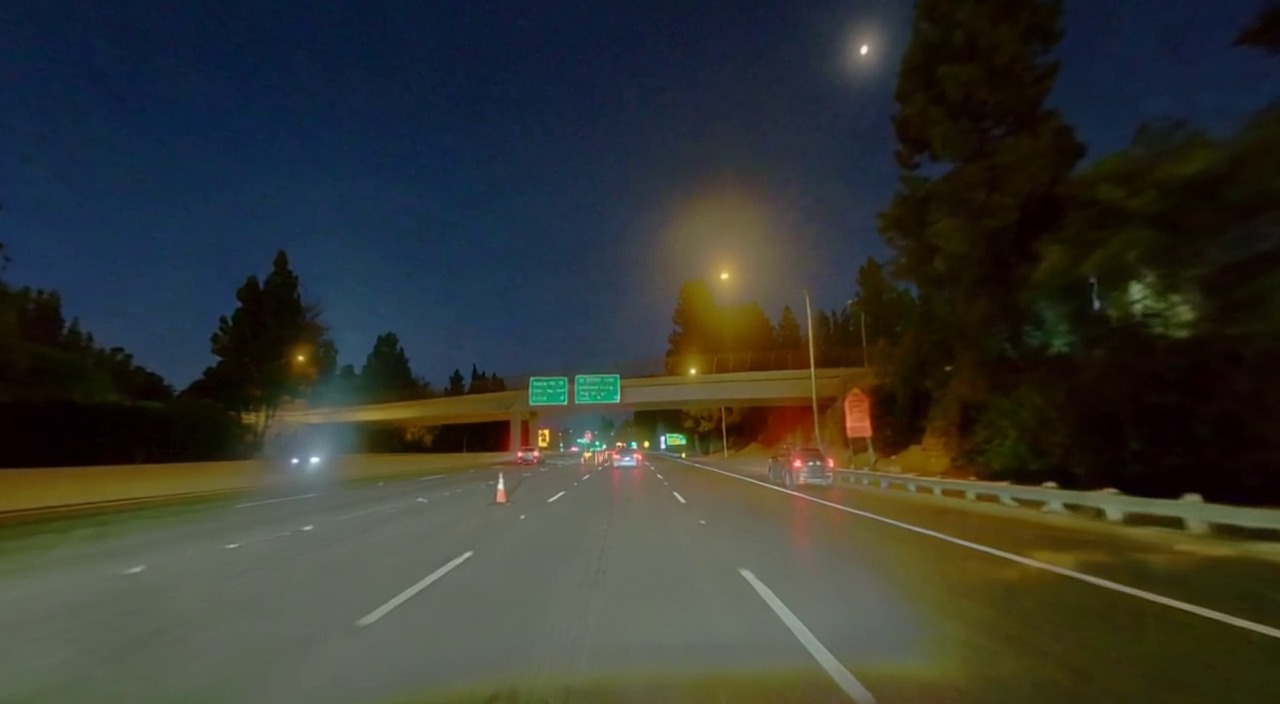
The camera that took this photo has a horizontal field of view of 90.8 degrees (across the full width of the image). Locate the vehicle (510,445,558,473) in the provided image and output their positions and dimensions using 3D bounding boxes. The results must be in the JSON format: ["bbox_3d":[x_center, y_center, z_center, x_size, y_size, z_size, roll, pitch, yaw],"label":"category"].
[{"bbox_3d":[-5.924,6.012,35.748,1.997,1.507,4.248,0,-9,-1],"label":"vehicle"}]

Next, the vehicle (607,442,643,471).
[{"bbox_3d":[-0.889,6.332,38.373,2.109,1.638,3.856,0,-9,-1],"label":"vehicle"}]
